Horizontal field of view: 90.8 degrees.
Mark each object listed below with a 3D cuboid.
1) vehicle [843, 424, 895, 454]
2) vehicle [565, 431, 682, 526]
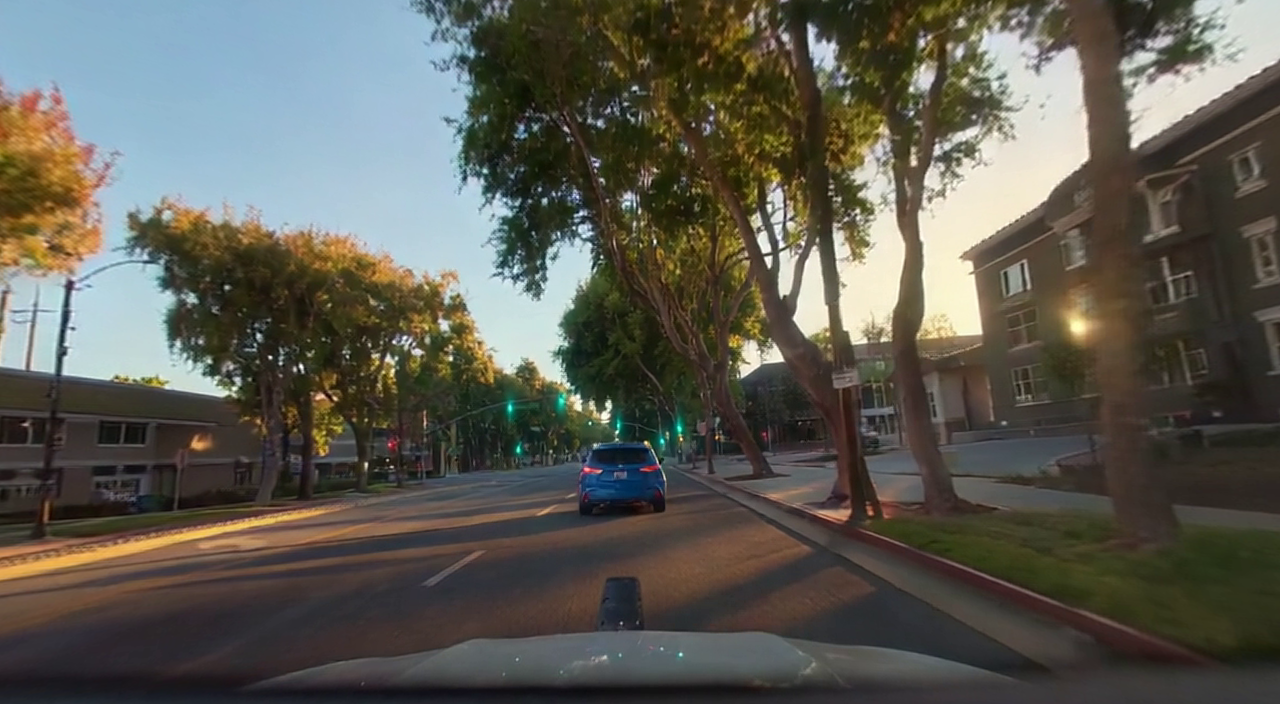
[{"bbox_3d":[16.169,6.251,44.983,2.039,1.990,5.111,-1,-9,4],"label":"vehicle"},{"bbox_3d":[-0.345,2.622,13.618,2.136,1.703,3.910,0,-9,-1],"label":"vehicle"}]
